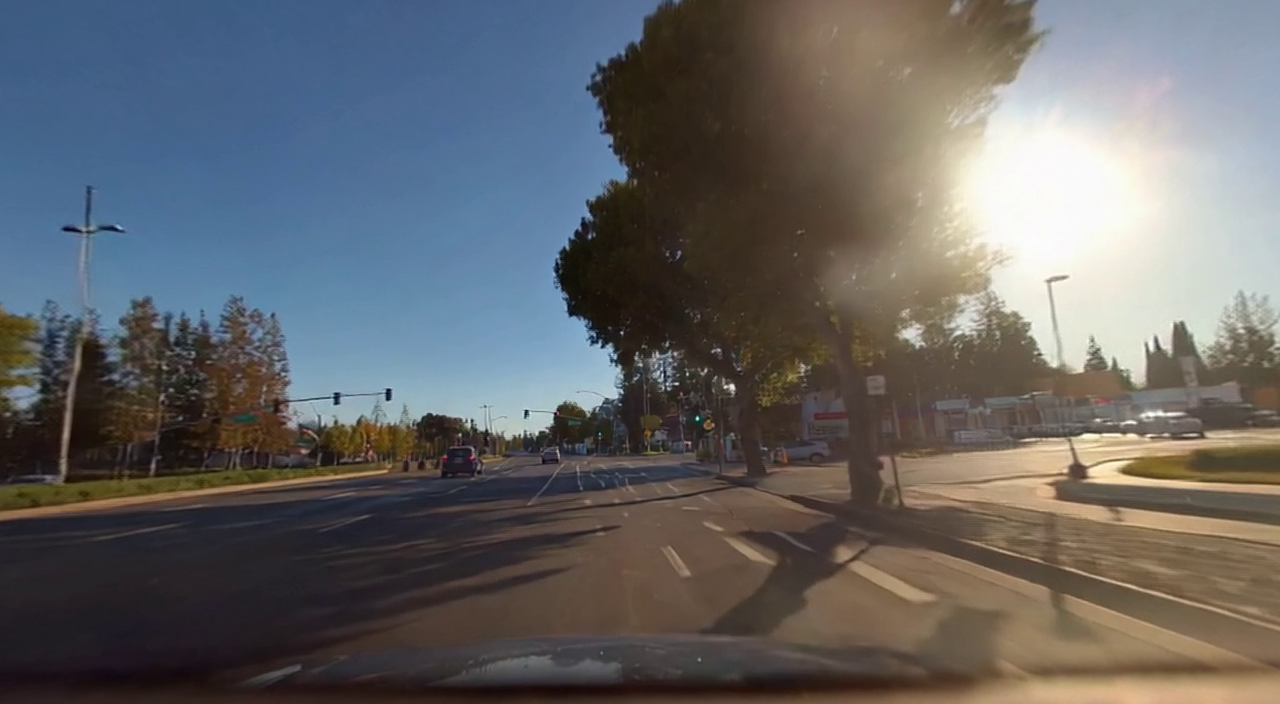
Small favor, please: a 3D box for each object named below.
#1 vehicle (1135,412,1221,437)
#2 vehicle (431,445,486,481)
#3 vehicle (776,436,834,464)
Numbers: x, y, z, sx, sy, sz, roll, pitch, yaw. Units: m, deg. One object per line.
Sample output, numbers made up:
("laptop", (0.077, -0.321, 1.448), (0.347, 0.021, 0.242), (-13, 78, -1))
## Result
("vehicle", (36.195, 4.953, 42.638), (1.742, 1.432, 4.338), (-1, -9, -4))
("vehicle", (-9.649, 5.904, 33.981), (1.985, 1.772, 4.479), (0, -9, -5))
("vehicle", (9.779, 5.825, 37.870), (2.076, 1.505, 4.770), (-1, -8, -2))
